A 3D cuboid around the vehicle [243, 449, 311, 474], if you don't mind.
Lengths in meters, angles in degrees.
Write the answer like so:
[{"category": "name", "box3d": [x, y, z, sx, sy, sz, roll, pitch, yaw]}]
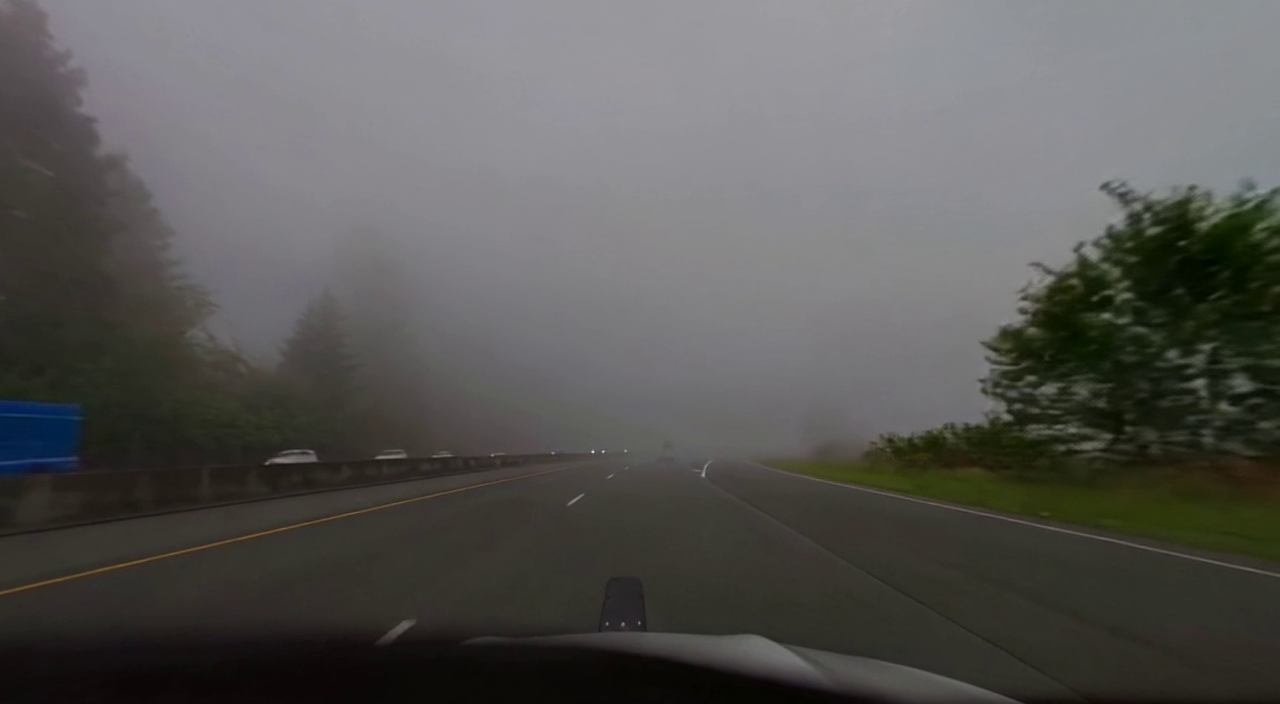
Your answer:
[{"category": "vehicle", "box3d": [-25.047, 7.560, 43.670, 1.955, 1.626, 4.310, 0, -9, 2]}]
